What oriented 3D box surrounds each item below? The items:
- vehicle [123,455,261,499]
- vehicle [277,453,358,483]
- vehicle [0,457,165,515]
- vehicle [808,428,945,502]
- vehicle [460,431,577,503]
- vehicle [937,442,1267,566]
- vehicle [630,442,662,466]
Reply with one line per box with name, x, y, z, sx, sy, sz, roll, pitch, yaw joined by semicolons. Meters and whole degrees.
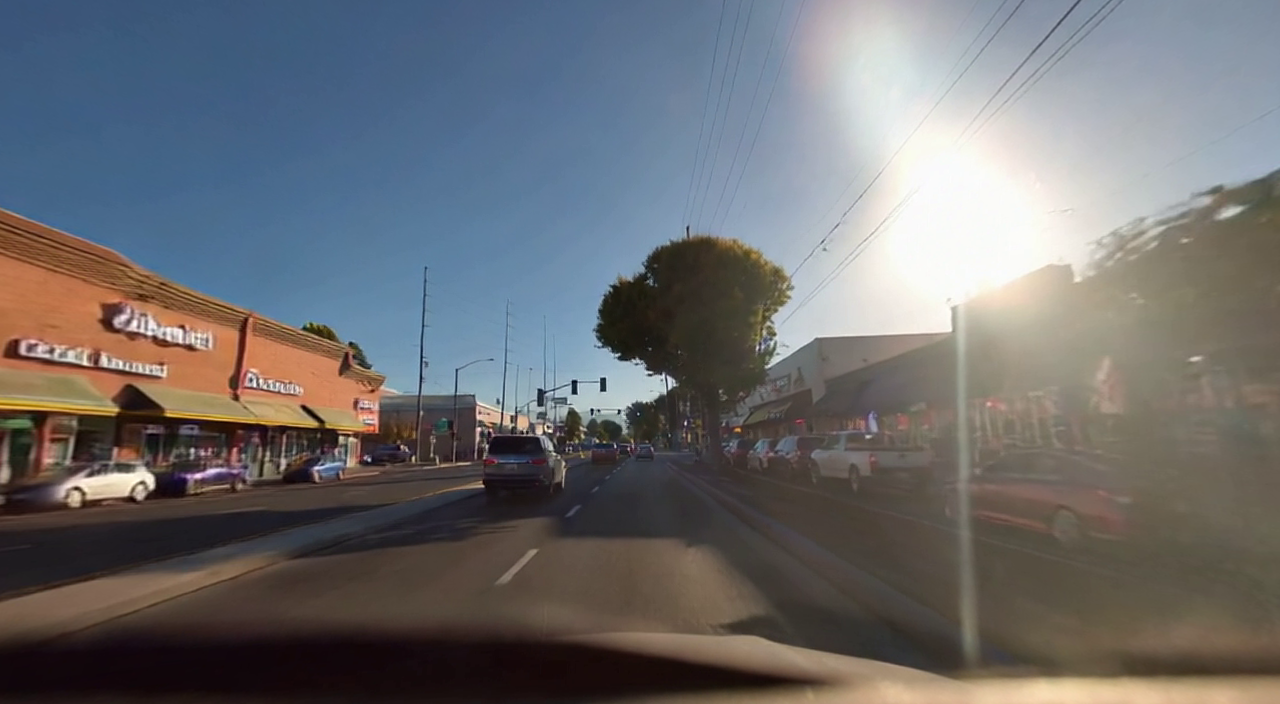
vehicle;-17.242;4.796;24.600;2.046;1.458;4.539;0;-9;0
vehicle;-17.209;6.183;33.953;1.894;1.458;4.565;0;-9;1
vehicle;-17.335;4.026;19.391;1.800;1.470;4.548;0;-9;2
vehicle;6.674;3.257;18.605;2.005;1.858;5.253;0;-9;0
vehicle;-3.027;2.982;16.788;2.049;1.646;4.445;-1;-9;2
vehicle;6.629;2.166;9.829;1.871;1.478;4.272;0;-9;0
vehicle;0.379;6.887;42.652;2.037;1.484;4.073;0;-9;0
